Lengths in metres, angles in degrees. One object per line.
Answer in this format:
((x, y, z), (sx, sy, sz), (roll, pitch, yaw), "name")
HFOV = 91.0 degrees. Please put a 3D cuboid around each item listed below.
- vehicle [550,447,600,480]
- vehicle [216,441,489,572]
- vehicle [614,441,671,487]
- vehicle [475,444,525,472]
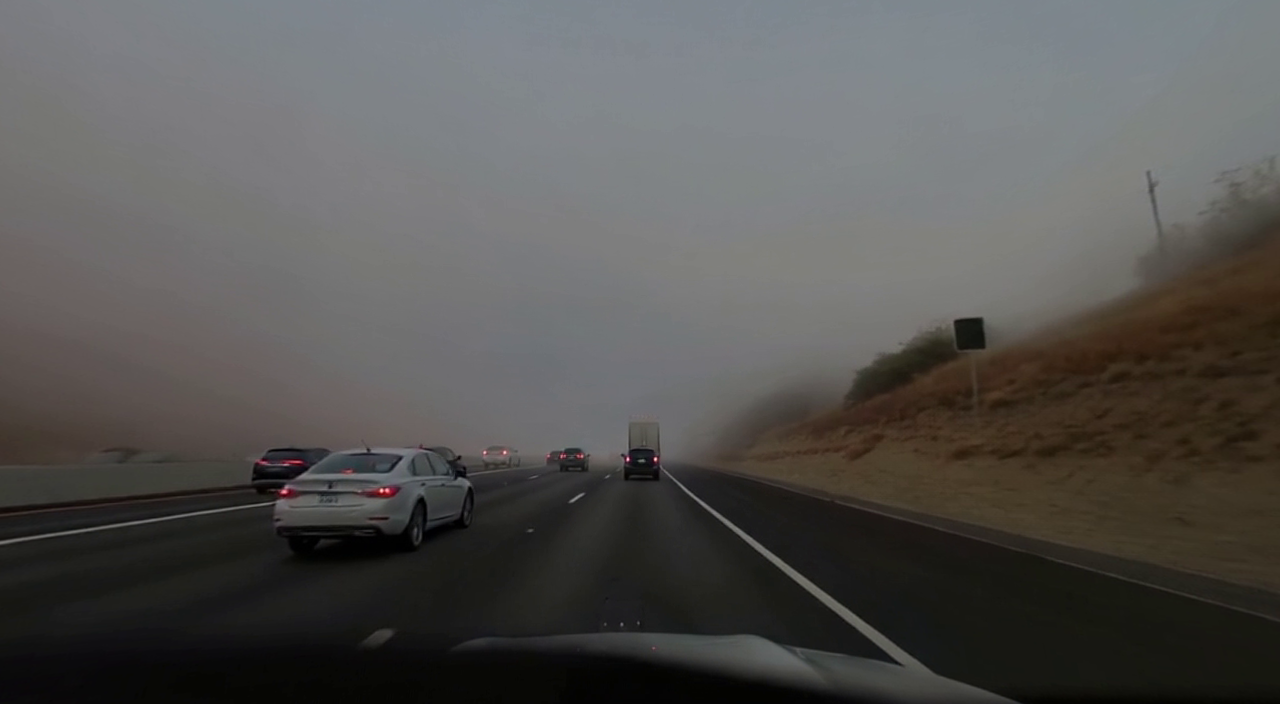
((-3.494, 6.075, 34.621), (2.155, 1.661, 4.477), (0, -9, 1), "vehicle")
((-3.883, 2.141, 9.610), (1.943, 1.468, 4.547), (0, -9, 1), "vehicle")
((0.107, 4.818, 27.494), (2.281, 1.795, 4.297), (1, -9, 0), "vehicle")
((-10.941, 8.331, 49.804), (2.421, 2.025, 6.236), (0, -9, 1), "vehicle")
